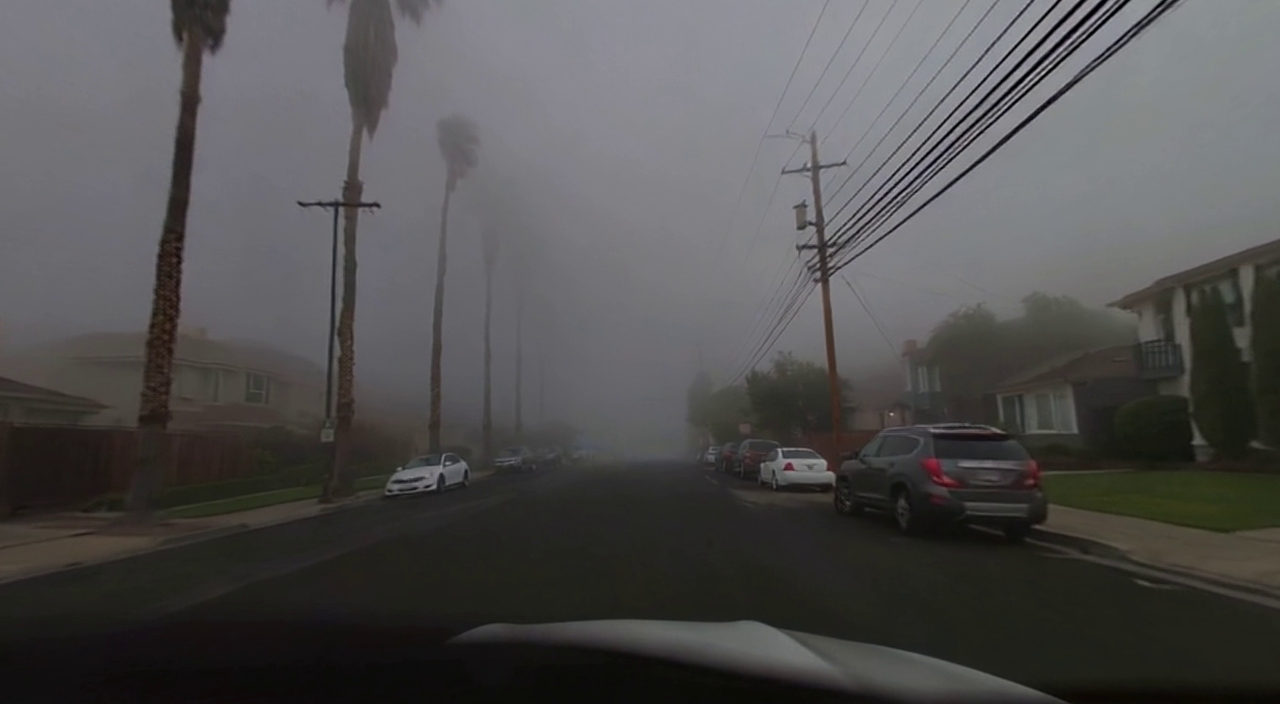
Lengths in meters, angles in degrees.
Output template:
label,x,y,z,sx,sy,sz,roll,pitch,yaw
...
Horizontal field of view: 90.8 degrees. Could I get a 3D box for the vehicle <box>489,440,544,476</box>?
label,x,y,z,sx,sy,sz,roll,pitch,yaw
vehicle,-7.026,6.036,36.332,2.077,1.888,4.551,-2,-8,2

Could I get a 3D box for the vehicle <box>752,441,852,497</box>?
label,x,y,z,sx,sy,sz,roll,pitch,yaw
vehicle,4.916,3.592,19.815,1.795,1.424,4.327,-3,-8,-2

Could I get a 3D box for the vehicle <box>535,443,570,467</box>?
label,x,y,z,sx,sy,sz,roll,pitch,yaw
vehicle,-6.575,7.791,48.013,2.085,1.770,4.429,0,-8,0

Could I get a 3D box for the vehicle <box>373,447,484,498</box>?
label,x,y,z,sx,sy,sz,roll,pitch,yaw
vehicle,-6.935,3.979,21.316,2.013,1.483,4.645,0,-8,2

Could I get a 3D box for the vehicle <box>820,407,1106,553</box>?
label,x,y,z,sx,sy,sz,roll,pitch,yaw
vehicle,4.812,1.986,10.537,2.115,1.826,4.871,0,-8,-1
